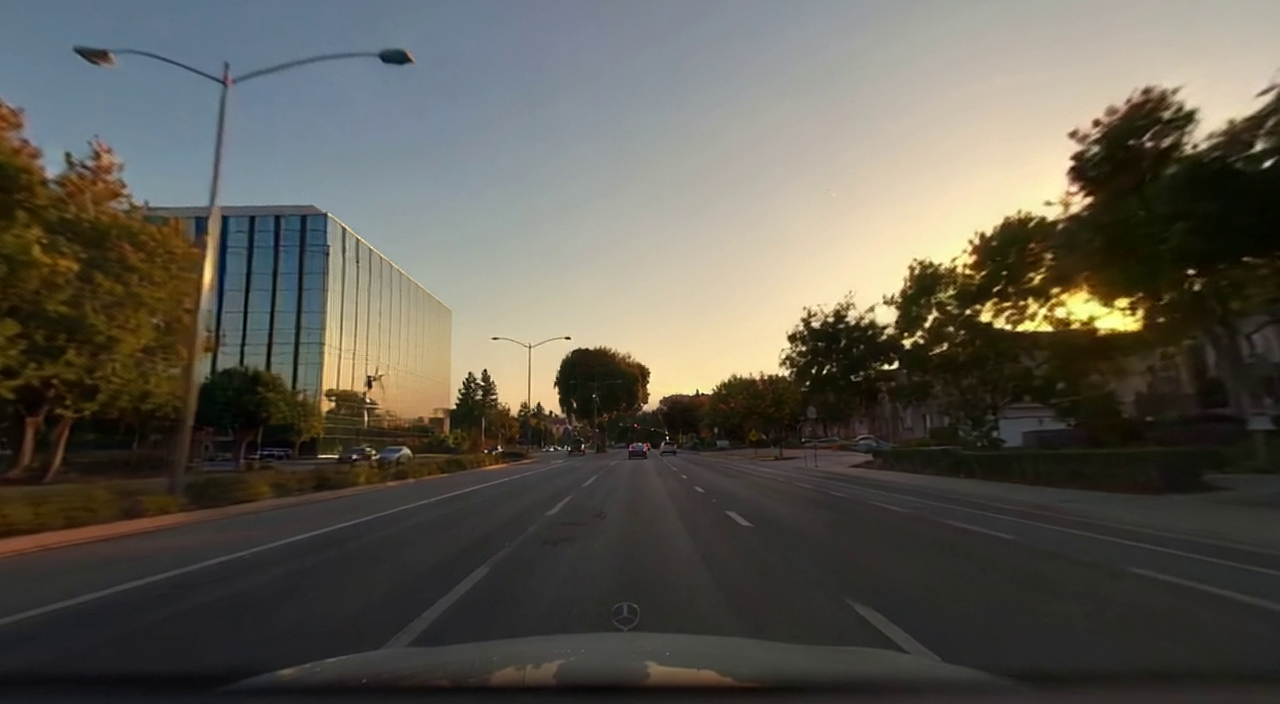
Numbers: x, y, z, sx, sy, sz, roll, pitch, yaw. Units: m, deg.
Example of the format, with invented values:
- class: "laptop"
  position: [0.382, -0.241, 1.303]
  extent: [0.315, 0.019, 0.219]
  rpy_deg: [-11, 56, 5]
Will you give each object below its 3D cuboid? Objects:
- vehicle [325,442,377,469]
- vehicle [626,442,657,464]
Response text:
- class: "vehicle"
  position: [-21.713, 7.772, 47.703]
  extent: [2.308, 1.840, 5.236]
  rpy_deg: [1, -8, -10]
- class: "vehicle"
  position: [0.071, 6.884, 43.305]
  extent: [2.080, 1.445, 4.096]
  rpy_deg: [0, -8, -1]
